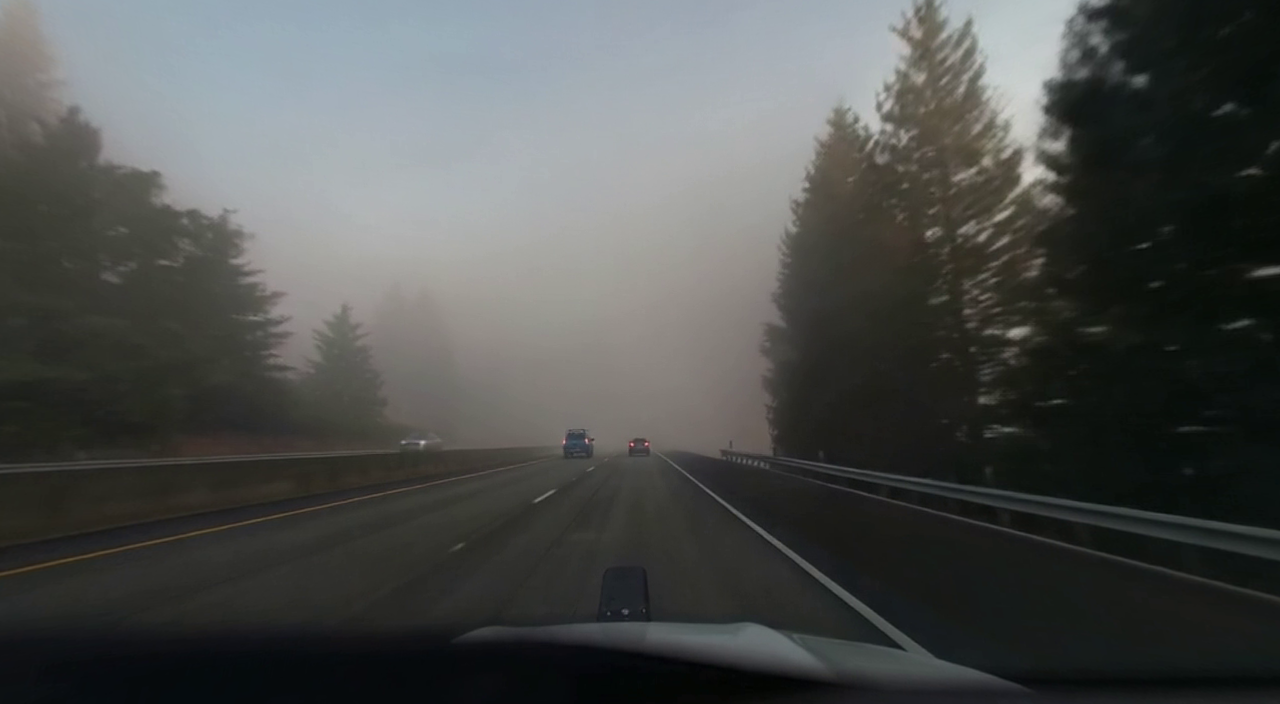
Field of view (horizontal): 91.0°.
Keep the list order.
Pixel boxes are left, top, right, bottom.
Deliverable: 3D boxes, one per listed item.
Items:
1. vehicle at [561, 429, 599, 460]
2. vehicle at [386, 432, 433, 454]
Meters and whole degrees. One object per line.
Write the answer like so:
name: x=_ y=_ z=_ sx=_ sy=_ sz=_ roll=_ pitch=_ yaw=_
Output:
vehicle: x=-4.141 y=6.503 z=44.366 sx=2.241 sy=2.034 sz=4.890 roll=0 pitch=-8 yaw=0
vehicle: x=-16.412 y=6.490 z=44.922 sx=1.826 sy=1.523 sz=3.971 roll=0 pitch=-8 yaw=1
